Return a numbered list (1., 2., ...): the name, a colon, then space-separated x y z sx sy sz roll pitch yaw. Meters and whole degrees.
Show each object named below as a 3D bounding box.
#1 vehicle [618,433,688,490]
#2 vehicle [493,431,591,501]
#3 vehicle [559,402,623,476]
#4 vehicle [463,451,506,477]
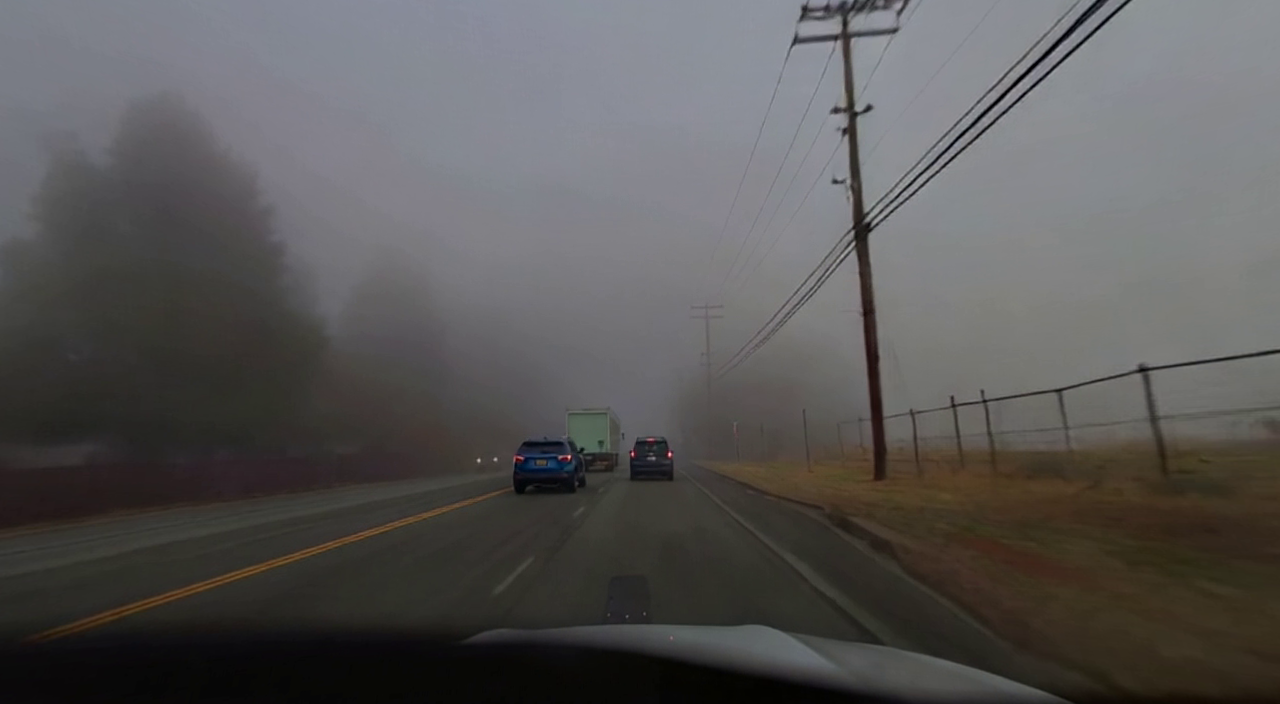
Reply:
1. vehicle: 0.417 3.759 21.838 2.174 1.749 4.113 0 -9 0
2. vehicle: -2.797 3.405 19.121 2.093 1.832 4.508 0 -9 2
3. vehicle: -2.567 5.198 36.944 2.928 3.658 10.953 0 -9 0
4. vehicle: -11.558 8.299 47.026 1.959 1.691 4.479 -4 -9 1
